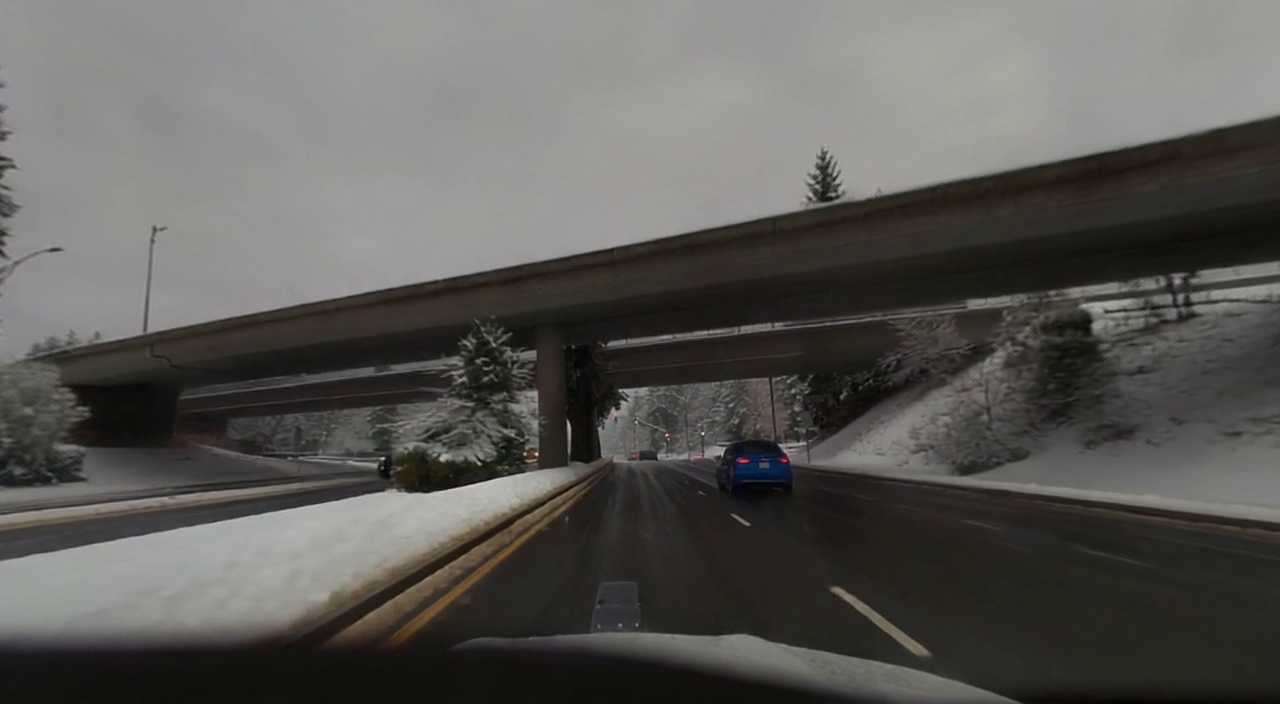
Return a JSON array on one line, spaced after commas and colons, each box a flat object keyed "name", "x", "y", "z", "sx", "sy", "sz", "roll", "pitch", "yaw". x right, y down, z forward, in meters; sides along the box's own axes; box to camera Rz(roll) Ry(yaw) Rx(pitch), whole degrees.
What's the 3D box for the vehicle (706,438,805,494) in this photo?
[{"name": "vehicle", "x": 3.345, "y": 3.387, "z": 19.179, "sx": 2.062, "sy": 1.484, "sz": 4.332, "roll": 0, "pitch": -8, "yaw": -1}]
